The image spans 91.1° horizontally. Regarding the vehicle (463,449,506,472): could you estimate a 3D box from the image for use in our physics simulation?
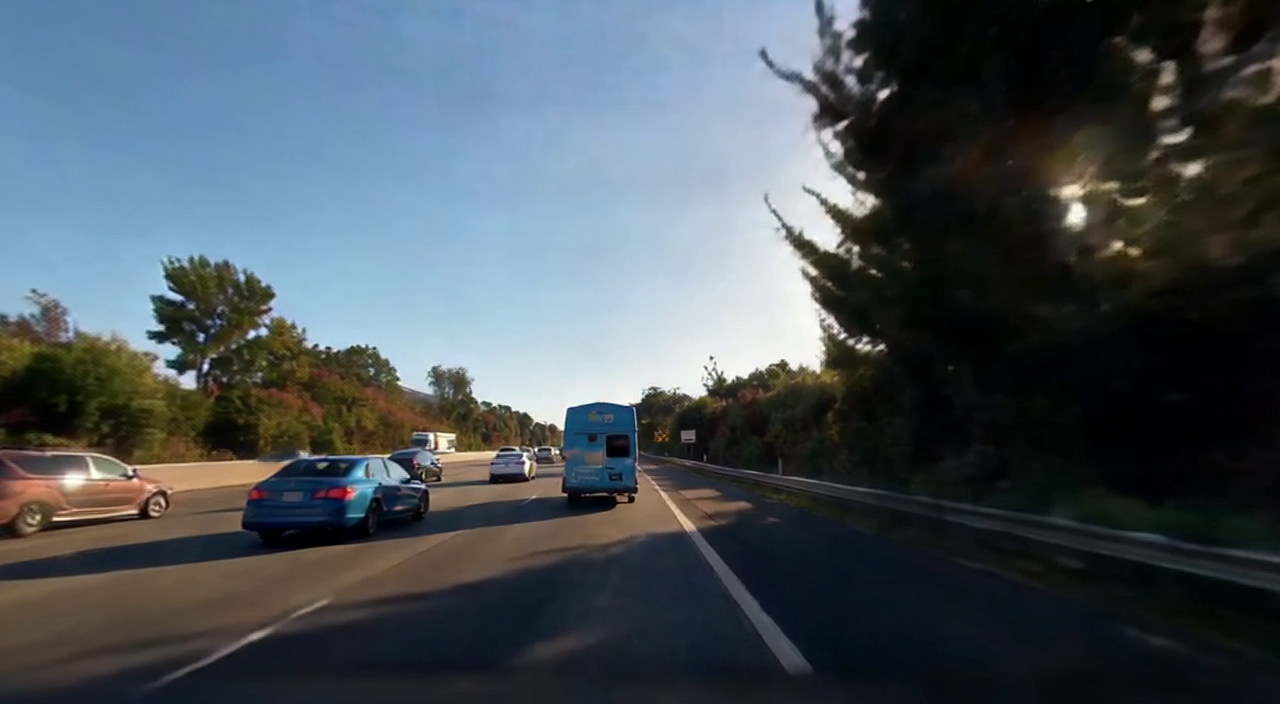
[{"bbox_3d":[-10.339,7.229,42.160,1.886,1.462,4.084,0,-9,-1],"label":"vehicle"}]

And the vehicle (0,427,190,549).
[{"bbox_3d":[-9.682,2.067,9.924,2.010,1.621,4.252,0,-9,-1],"label":"vehicle"}]

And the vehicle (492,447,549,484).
[{"bbox_3d":[-5.152,4.922,27.602,1.872,1.480,3.545,0,-9,-1],"label":"vehicle"}]

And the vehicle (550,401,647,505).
[{"bbox_3d":[-1.105,2.899,18.294,2.394,2.556,5.232,0,-9,-2],"label":"vehicle"}]

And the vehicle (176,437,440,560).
[{"bbox_3d":[-4.658,2.083,9.660,1.876,1.438,4.072,0,-9,-1],"label":"vehicle"}]
